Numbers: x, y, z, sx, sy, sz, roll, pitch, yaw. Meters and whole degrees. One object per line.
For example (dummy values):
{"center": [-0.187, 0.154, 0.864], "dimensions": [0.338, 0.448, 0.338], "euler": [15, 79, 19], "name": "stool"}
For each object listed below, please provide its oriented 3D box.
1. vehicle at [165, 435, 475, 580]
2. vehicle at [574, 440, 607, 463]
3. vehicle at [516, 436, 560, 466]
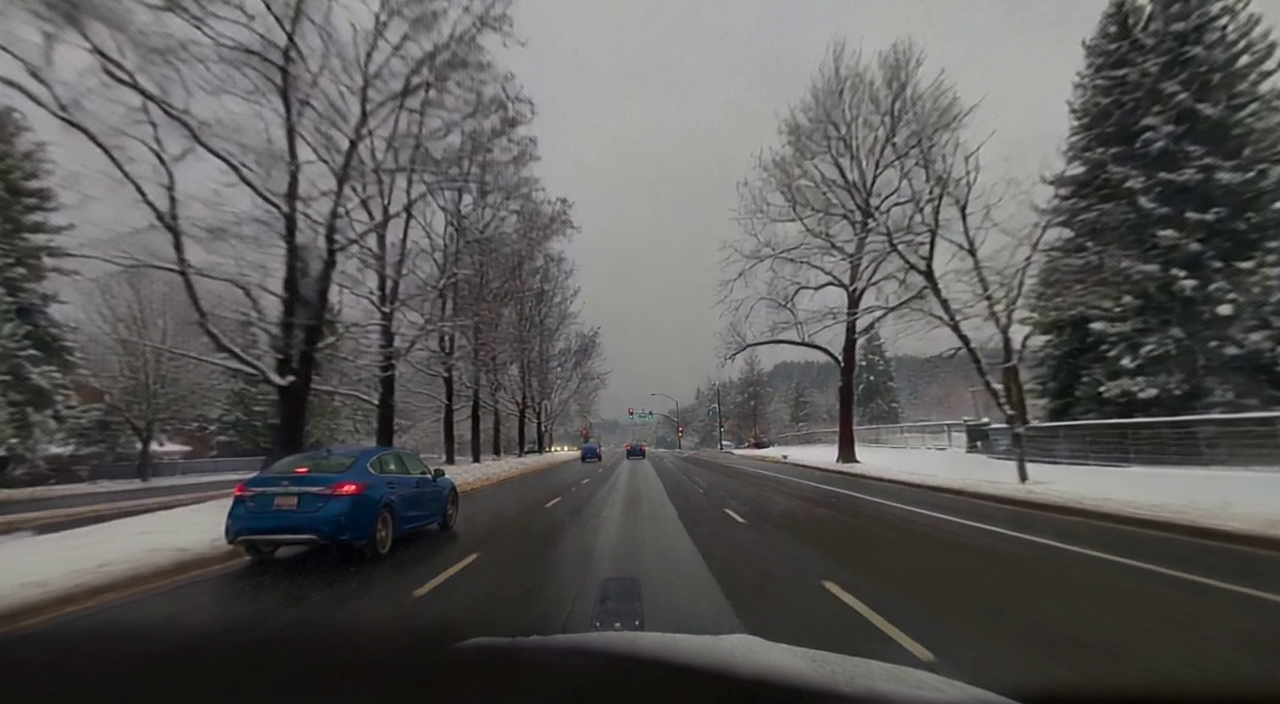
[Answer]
{"center": [-3.788, 1.894, 8.579], "dimensions": [1.905, 1.418, 4.396], "euler": [0, -9, 0], "name": "vehicle"}
{"center": [-3.630, 7.431, 47.134], "dimensions": [2.103, 1.592, 4.160], "euler": [0, -9, 1], "name": "vehicle"}
{"center": [-7.419, 7.250, 46.573], "dimensions": [2.274, 2.040, 6.031], "euler": [0, -9, -1], "name": "vehicle"}
